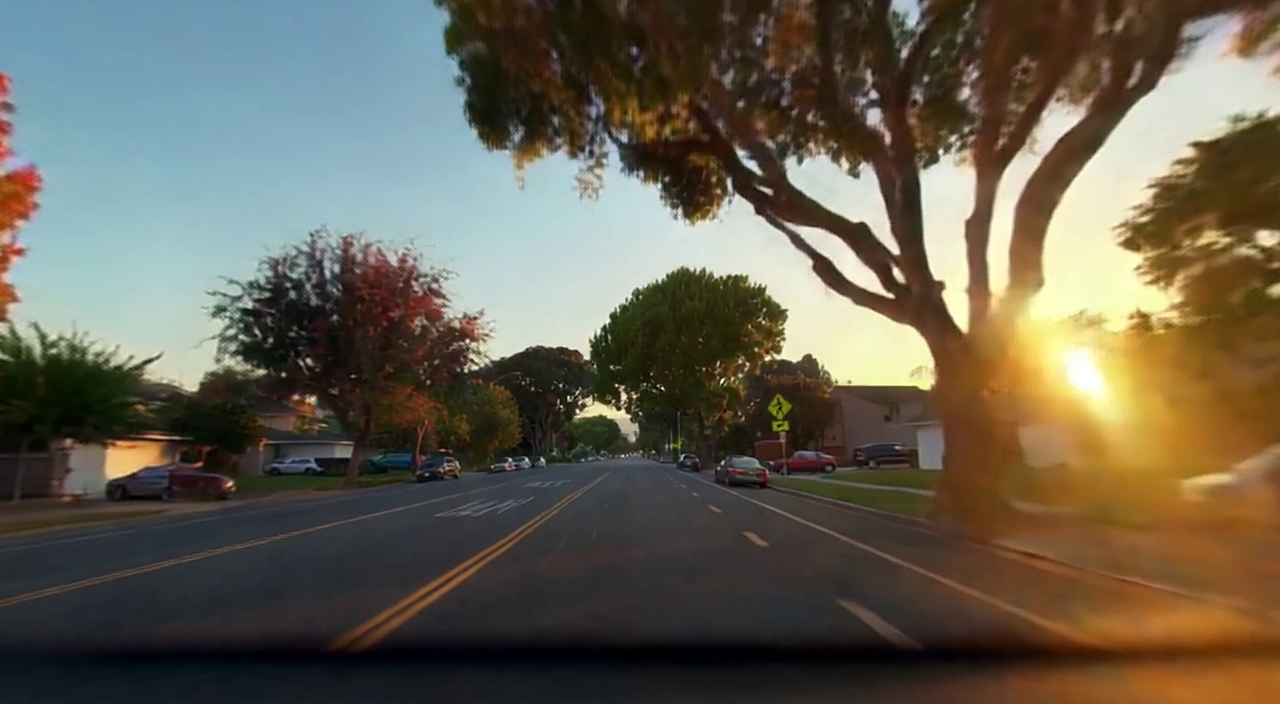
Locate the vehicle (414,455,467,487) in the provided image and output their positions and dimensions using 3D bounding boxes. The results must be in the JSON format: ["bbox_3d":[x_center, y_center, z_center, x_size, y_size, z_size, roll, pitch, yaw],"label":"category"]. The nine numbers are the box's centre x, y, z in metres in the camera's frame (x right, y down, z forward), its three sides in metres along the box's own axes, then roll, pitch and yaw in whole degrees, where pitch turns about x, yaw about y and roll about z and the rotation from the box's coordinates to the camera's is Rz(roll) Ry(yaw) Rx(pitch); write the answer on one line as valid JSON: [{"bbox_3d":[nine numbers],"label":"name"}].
[{"bbox_3d":[-13.020,7.768,41.569,2.049,1.782,4.460,-4,-8,0],"label":"vehicle"}]

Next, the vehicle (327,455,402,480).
[{"bbox_3d":[-20.649,8.671,47.495,4.744,1.752,2.008,1,-9,-7],"label":"vehicle"}]

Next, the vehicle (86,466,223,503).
[{"bbox_3d":[-21.596,5.884,28.265,4.413,1.477,2.100,-1,-9,1],"label":"vehicle"}]

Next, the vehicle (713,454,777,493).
[{"bbox_3d":[4.396,5.146,27.090,1.970,1.455,4.233,0,-9,-1],"label":"vehicle"}]

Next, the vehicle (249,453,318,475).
[{"bbox_3d":[-26.902,8.480,47.750,4.073,1.502,1.822,-1,-9,-2],"label":"vehicle"}]

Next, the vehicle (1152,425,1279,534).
[{"bbox_3d":[11.198,1.939,9.948,4.596,1.527,1.858,0,-9,0],"label":"vehicle"}]

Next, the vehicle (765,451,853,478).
[{"bbox_3d":[9.797,6.555,36.900,4.501,1.502,1.975,0,-9,-1],"label":"vehicle"}]
